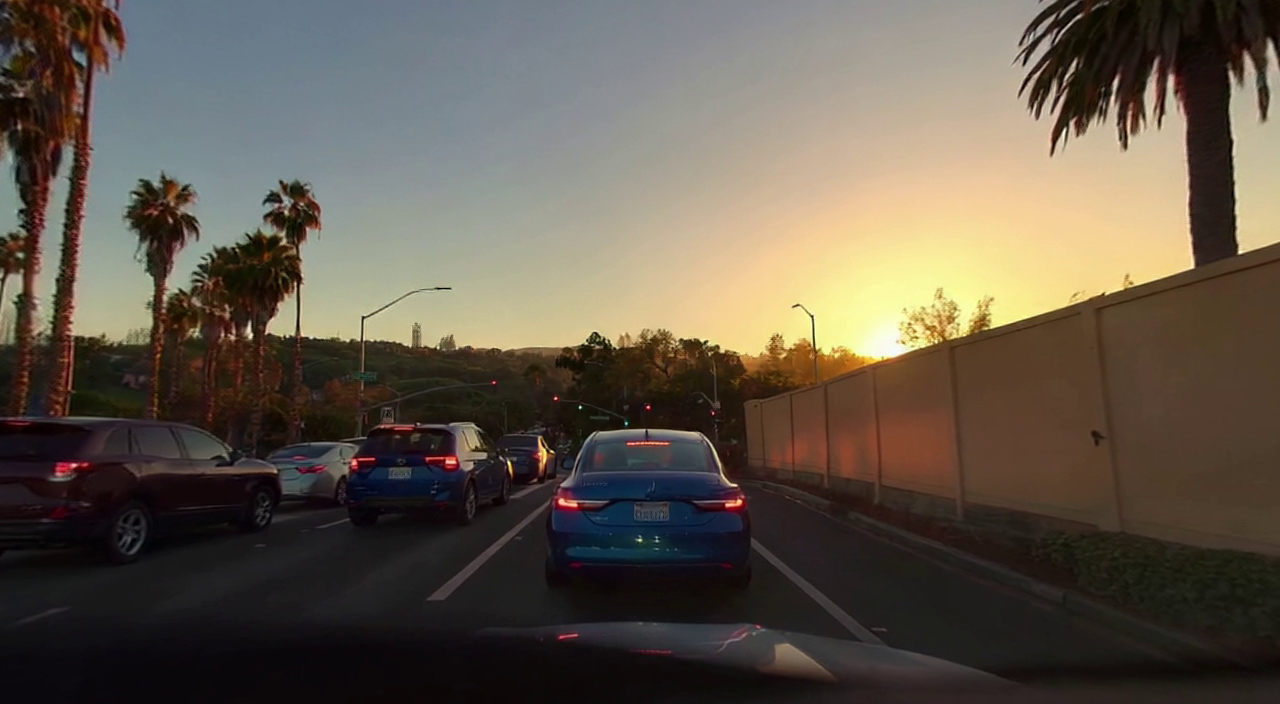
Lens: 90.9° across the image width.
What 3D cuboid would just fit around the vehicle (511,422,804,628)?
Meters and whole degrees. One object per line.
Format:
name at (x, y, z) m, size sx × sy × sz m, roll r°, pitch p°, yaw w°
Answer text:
vehicle at (0.064, 1.576, 6.795) m, size 2.128 × 1.473 × 4.272 m, roll 0°, pitch -8°, yaw -2°

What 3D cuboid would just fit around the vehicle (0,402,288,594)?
vehicle at (-6.680, 1.650, 7.981) m, size 1.963 × 1.721 × 4.467 m, roll 0°, pitch -8°, yaw -2°

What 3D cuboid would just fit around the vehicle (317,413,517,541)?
vehicle at (-3.485, 2.028, 10.838) m, size 2.007 × 1.746 × 4.136 m, roll 0°, pitch -8°, yaw -2°
